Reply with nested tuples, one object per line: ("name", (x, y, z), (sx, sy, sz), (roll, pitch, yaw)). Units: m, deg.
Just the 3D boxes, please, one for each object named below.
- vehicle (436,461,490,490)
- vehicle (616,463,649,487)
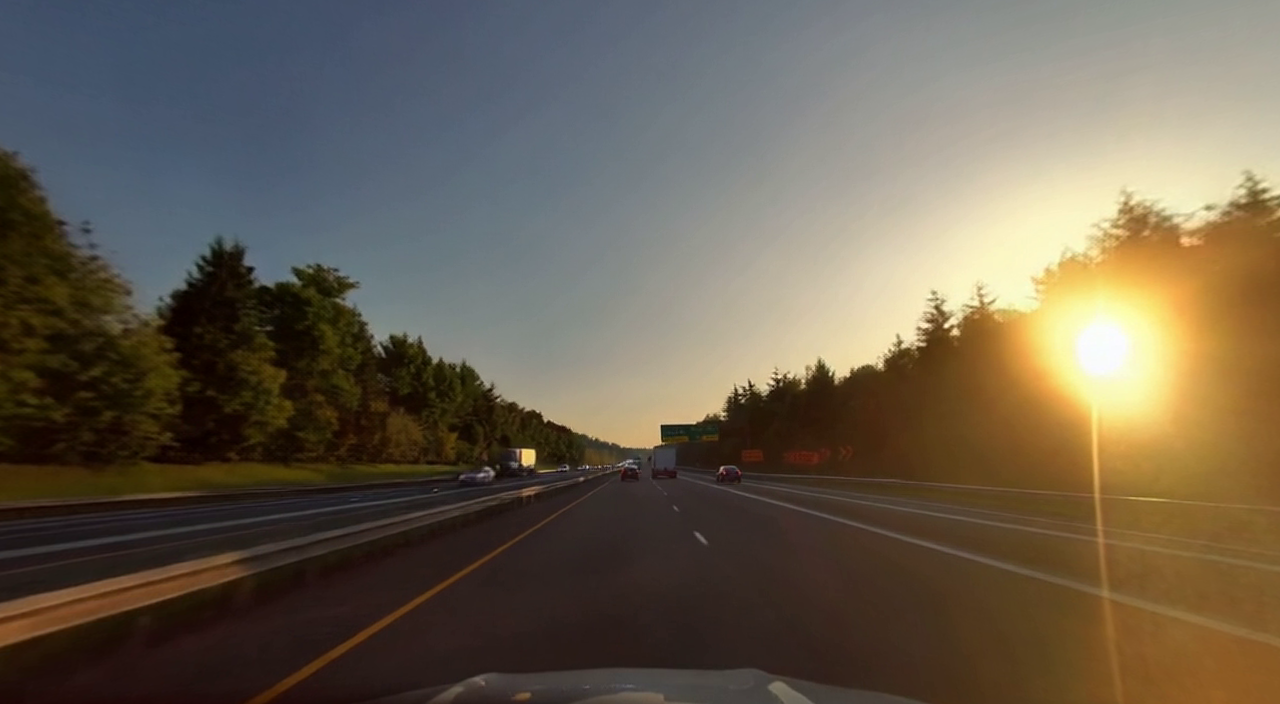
("vehicle", (-10.064, 7.067, 36.148), (1.892, 1.497, 3.878), (1, -10, 0))
("vehicle", (-0.528, 7.969, 41.017), (2.025, 1.452, 3.927), (1, -10, -1))
